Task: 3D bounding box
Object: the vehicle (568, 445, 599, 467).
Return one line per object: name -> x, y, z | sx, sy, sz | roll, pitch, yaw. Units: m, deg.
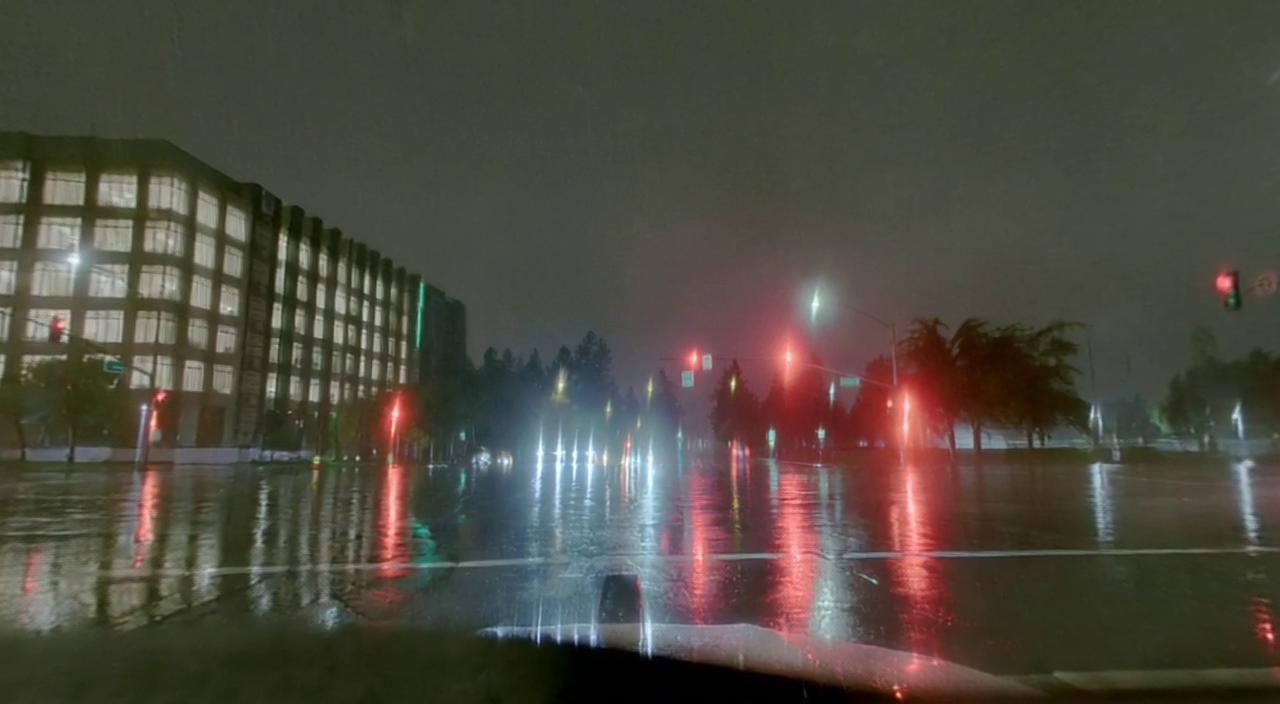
vehicle -> -4.390, 8.131, 49.747 | 2.130, 1.613, 4.121 | 0, -8, 0
